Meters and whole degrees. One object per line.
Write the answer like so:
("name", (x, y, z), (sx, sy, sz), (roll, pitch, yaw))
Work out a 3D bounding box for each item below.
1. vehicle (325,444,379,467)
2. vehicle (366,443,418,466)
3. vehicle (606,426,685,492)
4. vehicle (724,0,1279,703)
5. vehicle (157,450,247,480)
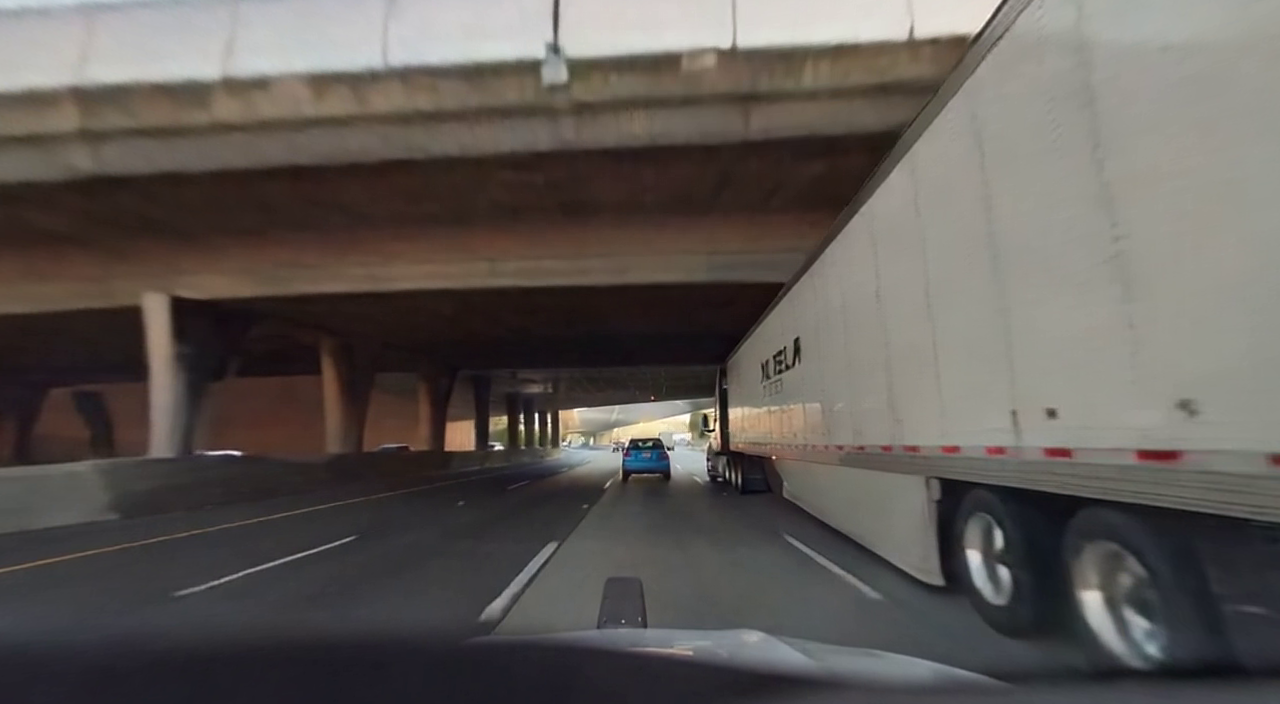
("vehicle", (-21.955, 7.906, 48.049), (1.927, 1.604, 4.541), (-1, -8, 1))
("vehicle", (-18.300, 7.567, 46.458), (1.953, 1.598, 4.437), (-1, -8, 1))
("vehicle", (0.170, 3.121, 18.681), (2.054, 1.706, 4.201), (-1, -8, 1))
("vehicle", (3.404, 0.264, 7.695), (2.909, 4.135, 15.820), (-1, -8, 1))
("vehicle", (-25.393, 6.522, 36.640), (1.871, 1.540, 4.626), (-1, -8, 1))
